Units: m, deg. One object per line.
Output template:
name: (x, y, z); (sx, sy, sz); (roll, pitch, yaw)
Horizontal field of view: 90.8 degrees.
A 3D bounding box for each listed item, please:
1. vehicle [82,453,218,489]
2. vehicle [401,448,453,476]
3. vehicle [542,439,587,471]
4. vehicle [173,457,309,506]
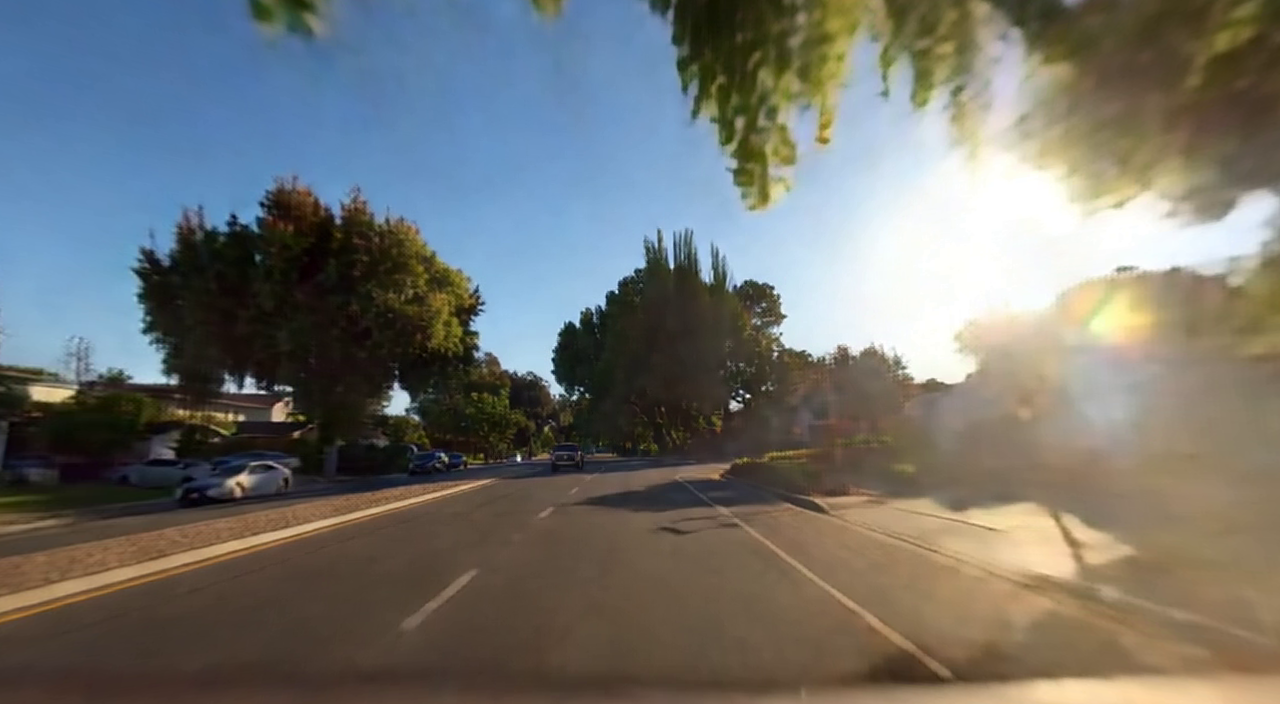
vehicle: (-21.724, 5.261, 28.114); (4.669, 1.464, 1.879); (-1, -8, 5)
vehicle: (-14.541, 7.529, 43.378); (1.966, 1.760, 4.604); (0, -8, -1)
vehicle: (-4.338, 5.993, 36.998); (2.135, 1.731, 4.232); (0, -8, -1)
vehicle: (-14.277, 4.638, 23.022); (1.900, 1.494, 4.730); (0, -8, -1)
